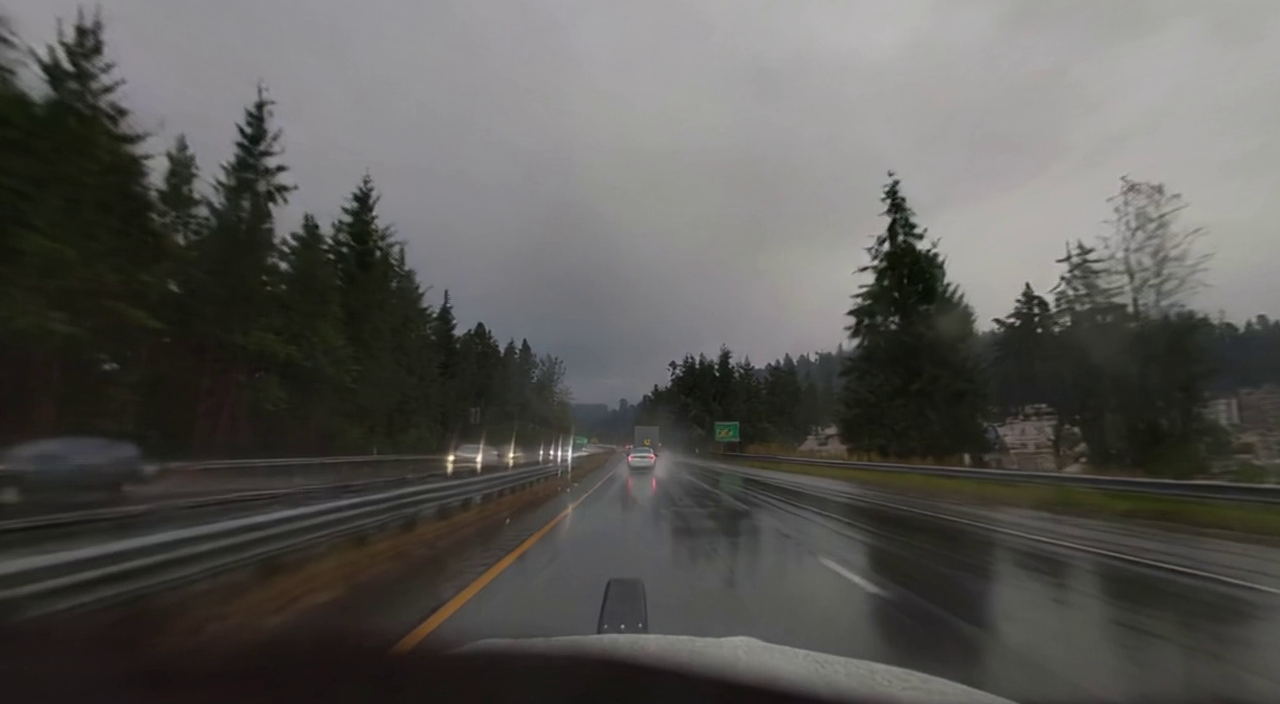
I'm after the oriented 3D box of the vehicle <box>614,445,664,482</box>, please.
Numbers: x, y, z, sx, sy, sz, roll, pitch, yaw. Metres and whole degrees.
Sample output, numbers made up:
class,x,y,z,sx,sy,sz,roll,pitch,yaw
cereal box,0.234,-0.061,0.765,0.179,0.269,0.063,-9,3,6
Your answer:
class,x,y,z,sx,sy,sz,roll,pitch,yaw
vehicle,-0.063,4.982,28.448,2.114,1.523,4.012,0,-9,-1

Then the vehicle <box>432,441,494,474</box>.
class,x,y,z,sx,sy,sz,roll,pitch,yaw
vehicle,-9.301,5.588,33.538,2.026,1.640,4.267,0,-9,1
